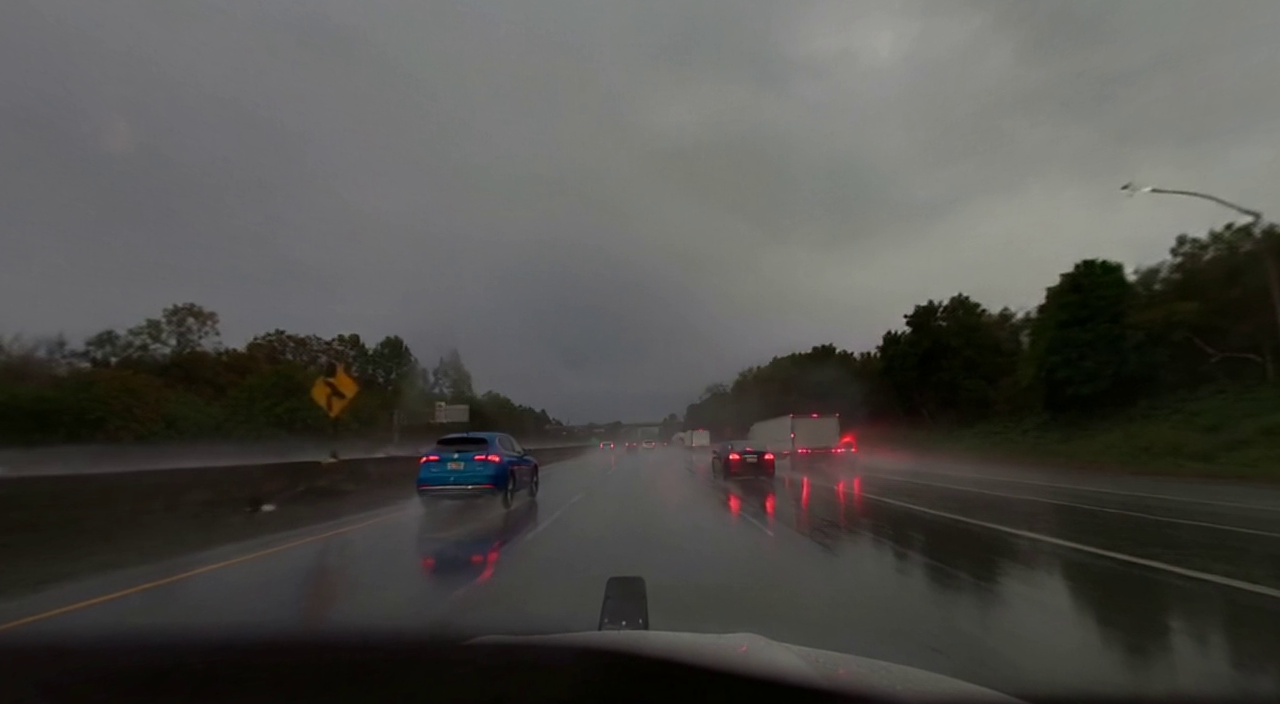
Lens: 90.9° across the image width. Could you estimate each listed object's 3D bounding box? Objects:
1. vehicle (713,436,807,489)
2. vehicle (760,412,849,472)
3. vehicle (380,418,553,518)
[{"bbox_3d":[3.700,3.526,20.420,2.080,1.493,4.674,0,-9,0],"label":"vehicle"},{"bbox_3d":[7.730,4.346,30.288,2.729,2.628,4.875,0,-9,-2],"label":"vehicle"},{"bbox_3d":[-3.484,2.482,13.998,2.218,1.764,5.229,0,-9,2],"label":"vehicle"}]
